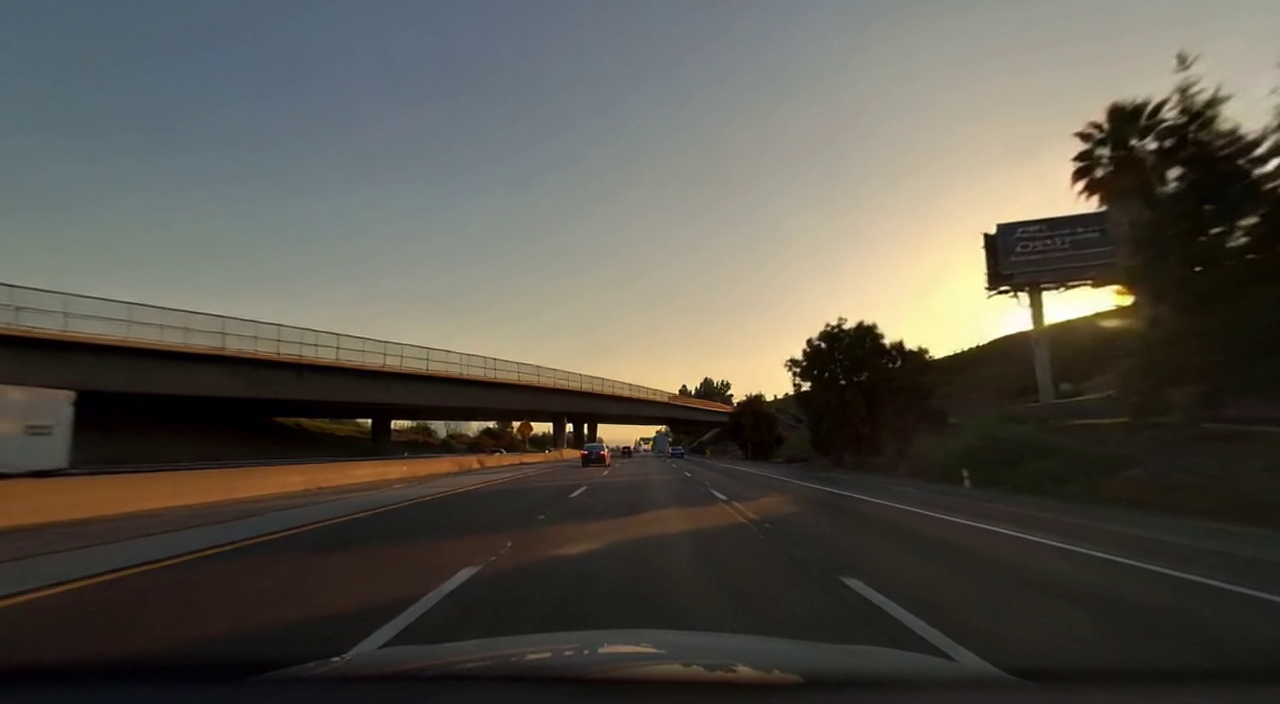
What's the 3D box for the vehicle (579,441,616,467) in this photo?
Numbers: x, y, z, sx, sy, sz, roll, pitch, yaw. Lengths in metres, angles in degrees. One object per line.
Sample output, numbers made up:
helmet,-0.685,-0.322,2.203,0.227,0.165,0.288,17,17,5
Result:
vehicle,-2.969,7.208,44.714,2.319,1.738,4.355,0,-8,0
